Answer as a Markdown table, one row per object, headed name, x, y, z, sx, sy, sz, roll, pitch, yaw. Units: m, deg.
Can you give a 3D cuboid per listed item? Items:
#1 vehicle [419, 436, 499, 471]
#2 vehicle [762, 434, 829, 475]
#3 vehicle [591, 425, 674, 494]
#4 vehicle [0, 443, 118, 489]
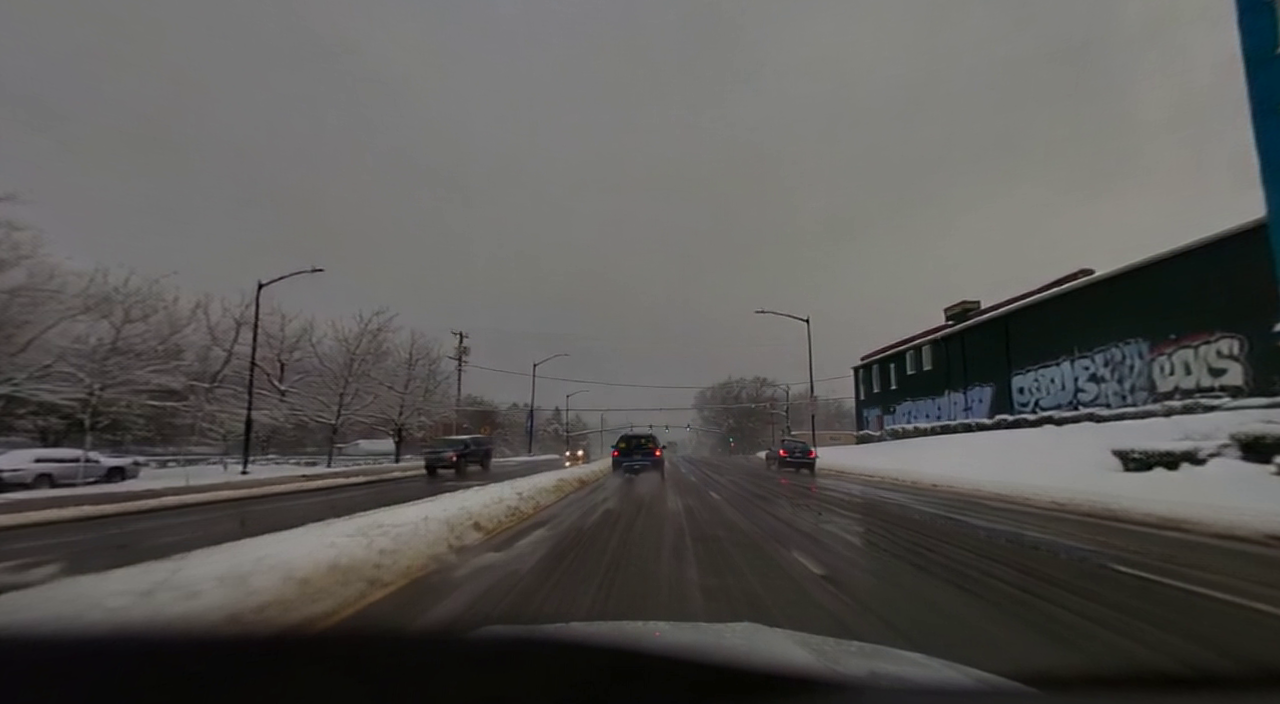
| name | x | y | z | sx | sy | sz | roll | pitch | yaw |
| --- | --- | --- | --- | --- | --- | --- | --- | --- | --- |
| vehicle | -11.174 | 6.329 | 39.537 | 2.544 | 2.014 | 5.821 | -1 | -9 | 8 |
| vehicle | 7.098 | 4.724 | 29.211 | 1.952 | 1.749 | 4.311 | 0 | -8 | 0 |
| vehicle | -0.103 | 3.162 | 18.853 | 2.160 | 1.786 | 4.702 | 0 | -8 | 2 |
| vehicle | -26.489 | 5.036 | 27.743 | 4.916 | 1.826 | 2.242 | -2 | -10 | -2 |
